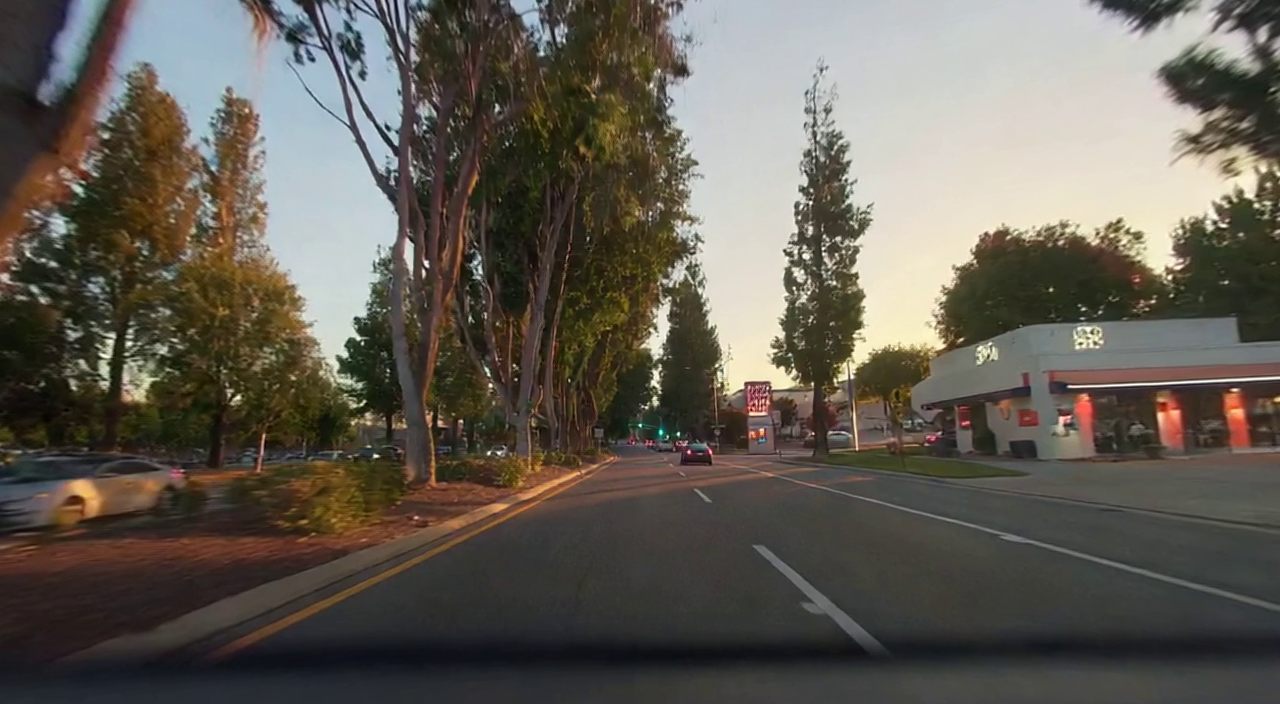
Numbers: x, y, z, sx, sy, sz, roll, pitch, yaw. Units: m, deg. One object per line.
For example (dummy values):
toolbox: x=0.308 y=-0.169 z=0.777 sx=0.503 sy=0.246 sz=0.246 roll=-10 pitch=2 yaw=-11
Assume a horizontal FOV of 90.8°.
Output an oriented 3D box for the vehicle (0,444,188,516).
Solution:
vehicle: x=-14.066 y=3.143 z=16.134 sx=1.876 sy=1.573 sz=4.392 roll=0 pitch=-8 yaw=-2

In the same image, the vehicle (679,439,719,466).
vehicle: x=3.567 y=6.162 z=38.966 sx=1.961 sy=1.580 sz=4.020 roll=0 pitch=-8 yaw=-2

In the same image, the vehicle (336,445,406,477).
vehicle: x=-14.353 y=5.795 z=34.009 sx=1.962 sy=1.574 sz=4.612 roll=0 pitch=-8 yaw=-3
